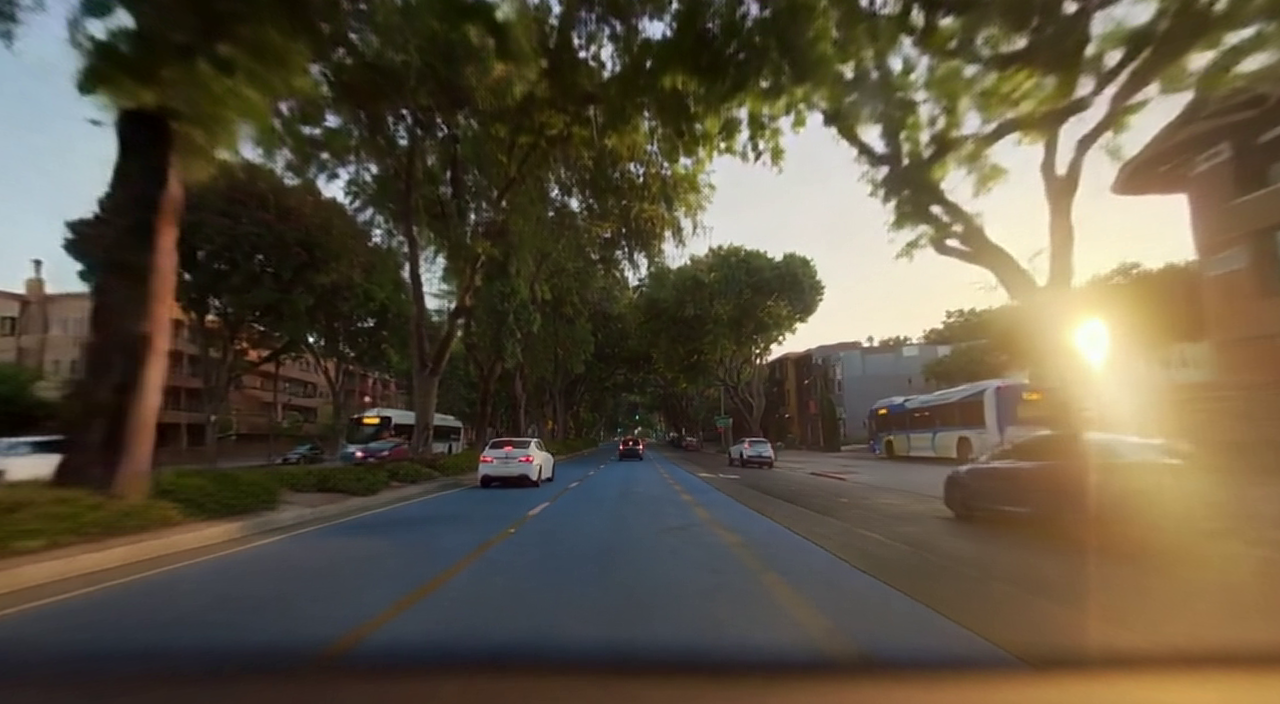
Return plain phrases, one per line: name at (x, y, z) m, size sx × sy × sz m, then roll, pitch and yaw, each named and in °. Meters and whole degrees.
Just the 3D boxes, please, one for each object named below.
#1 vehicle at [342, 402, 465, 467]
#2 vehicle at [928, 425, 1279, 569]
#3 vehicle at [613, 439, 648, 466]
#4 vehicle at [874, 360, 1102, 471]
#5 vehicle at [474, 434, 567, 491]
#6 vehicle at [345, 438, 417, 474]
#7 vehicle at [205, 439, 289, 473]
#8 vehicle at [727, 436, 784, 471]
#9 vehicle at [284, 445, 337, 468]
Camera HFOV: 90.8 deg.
vehicle at (-15.542, 5.752, 43.371) m, size 3.303 × 3.710 × 13.912 m, roll 0°, pitch -8°, yaw -1°
vehicle at (6.314, 1.924, 9.194) m, size 2.130 × 1.584 × 4.181 m, roll 0°, pitch -8°, yaw -2°
vehicle at (-0.510, 5.993, 37.766) m, size 1.999 × 1.520 × 3.896 m, roll 0°, pitch -8°, yaw 0°
vehicle at (17.749, 3.780, 34.976) m, size 3.225 × 4.571 × 16.558 m, roll -3°, pitch -8°, yaw 0°
vehicle at (-3.456, 3.293, 19.161) m, size 1.934 × 1.522 × 4.287 m, roll 0°, pitch -8°, yaw 1°
vehicle at (-12.035, 4.848, 29.633) m, size 1.797 × 1.532 × 3.869 m, roll 0°, pitch -8°, yaw -1°
vehicle at (-22.223, 5.872, 35.966) m, size 2.051 × 1.761 × 4.345 m, roll 0°, pitch -8°, yaw -2°
vehicle at (6.410, 5.695, 35.860) m, size 2.206 × 1.803 × 5.753 m, roll 0°, pitch -8°, yaw 1°
vehicle at (-22.125, 7.032, 42.585) m, size 1.655 × 1.455 × 3.653 m, roll 0°, pitch -9°, yaw -2°
